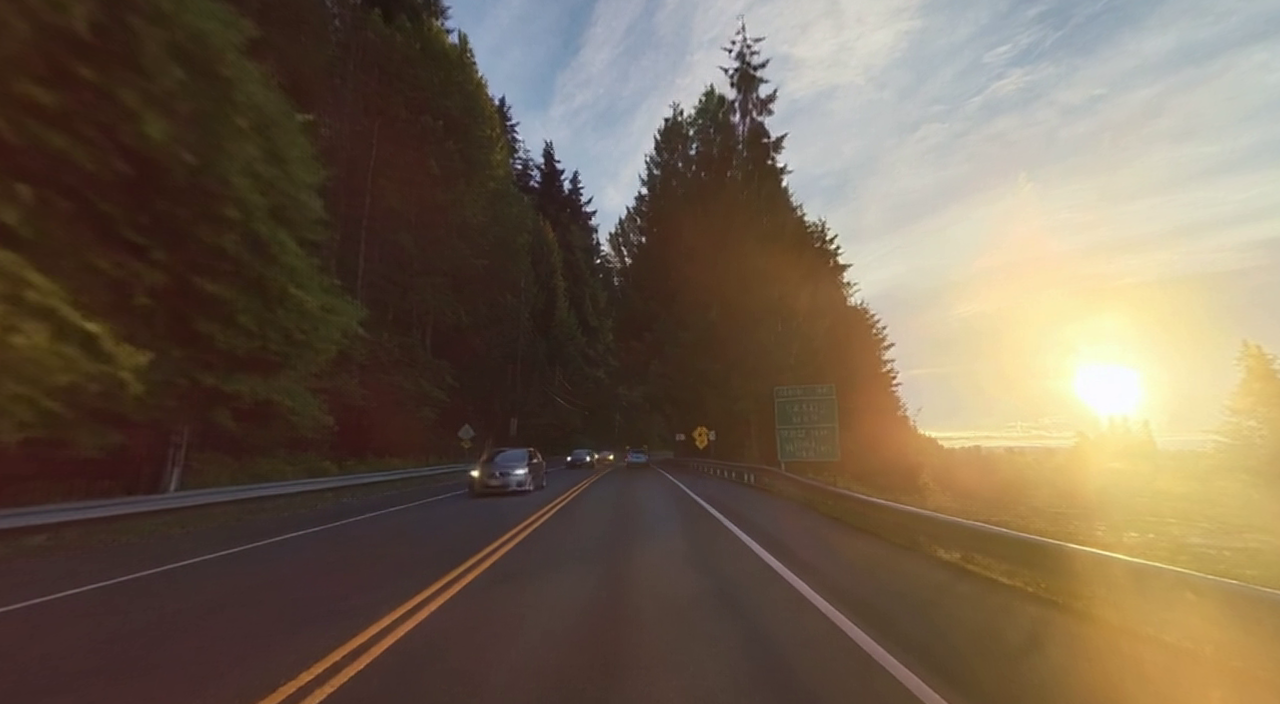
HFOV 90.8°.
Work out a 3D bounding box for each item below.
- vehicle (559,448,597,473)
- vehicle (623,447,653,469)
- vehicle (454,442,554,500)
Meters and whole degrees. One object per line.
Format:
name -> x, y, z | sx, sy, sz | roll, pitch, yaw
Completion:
vehicle -> -3.877, 6.862, 40.325 | 1.981, 1.486, 4.348 | 0, -9, 0
vehicle -> -0.171, 7.649, 45.620 | 2.067, 1.486, 3.861 | 0, -9, -1
vehicle -> -3.894, 3.479, 18.899 | 1.987, 1.526, 4.205 | 0, -9, 1
